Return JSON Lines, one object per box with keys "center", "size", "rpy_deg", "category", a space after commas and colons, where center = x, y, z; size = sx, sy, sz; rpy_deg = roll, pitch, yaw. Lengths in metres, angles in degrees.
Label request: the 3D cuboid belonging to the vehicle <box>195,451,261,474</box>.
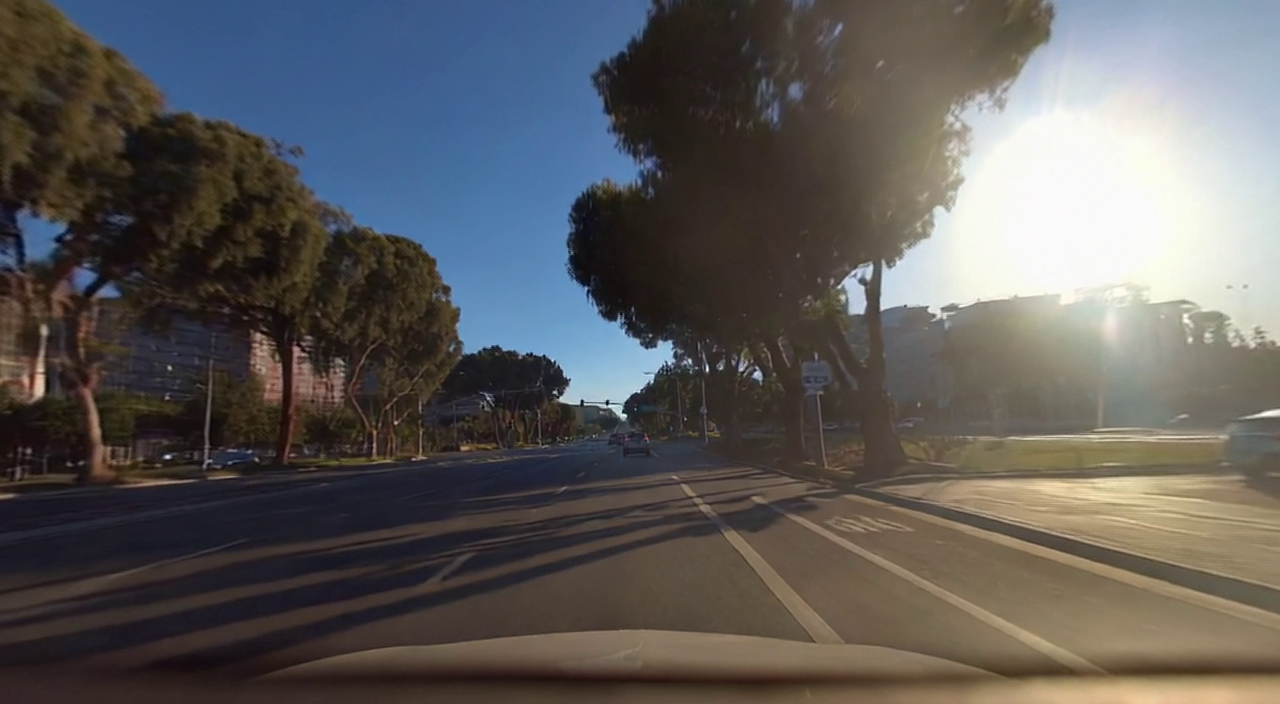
{"center": [-32.328, 8.655, 49.628], "size": [2.013, 1.496, 4.799], "rpy_deg": [0, -8, 0], "category": "vehicle"}
